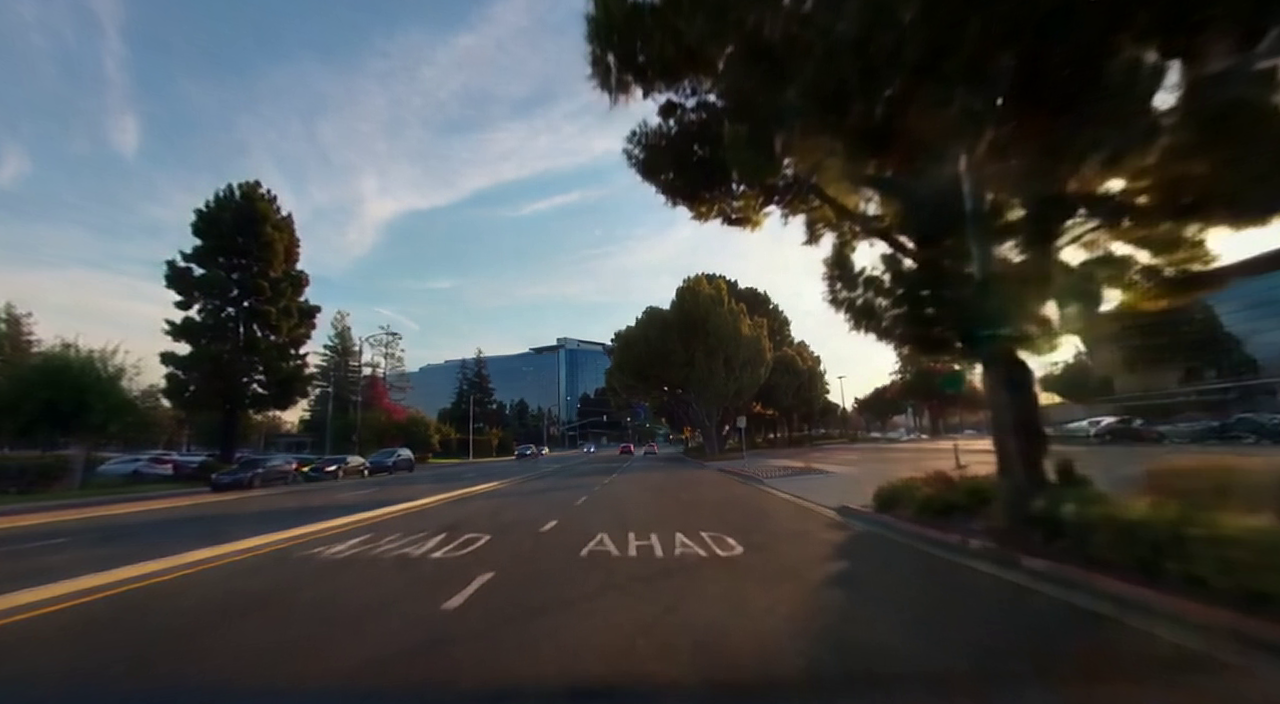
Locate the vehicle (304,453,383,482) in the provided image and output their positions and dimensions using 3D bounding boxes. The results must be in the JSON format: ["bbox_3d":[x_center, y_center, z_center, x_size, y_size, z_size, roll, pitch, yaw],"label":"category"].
[{"bbox_3d":[-17.151,6.679,36.586,1.955,1.486,5.112,-1,-8,2],"label":"vehicle"}]

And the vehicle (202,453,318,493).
[{"bbox_3d":[-17.090,5.429,28.612,2.014,1.515,5.027,-1,-8,2],"label":"vehicle"}]

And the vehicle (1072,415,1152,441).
[{"bbox_3d":[30.046,4.909,40.139,1.829,1.496,4.642,-1,-8,5],"label":"vehicle"}]

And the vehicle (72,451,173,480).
[{"bbox_3d":[-28.079,6.145,34.159,3.759,1.462,1.873,1,-8,-3],"label":"vehicle"}]

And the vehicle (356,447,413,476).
[{"bbox_3d":[-17.045,7.290,42.119,1.998,1.724,4.486,-3,-9,0],"label":"vehicle"}]
